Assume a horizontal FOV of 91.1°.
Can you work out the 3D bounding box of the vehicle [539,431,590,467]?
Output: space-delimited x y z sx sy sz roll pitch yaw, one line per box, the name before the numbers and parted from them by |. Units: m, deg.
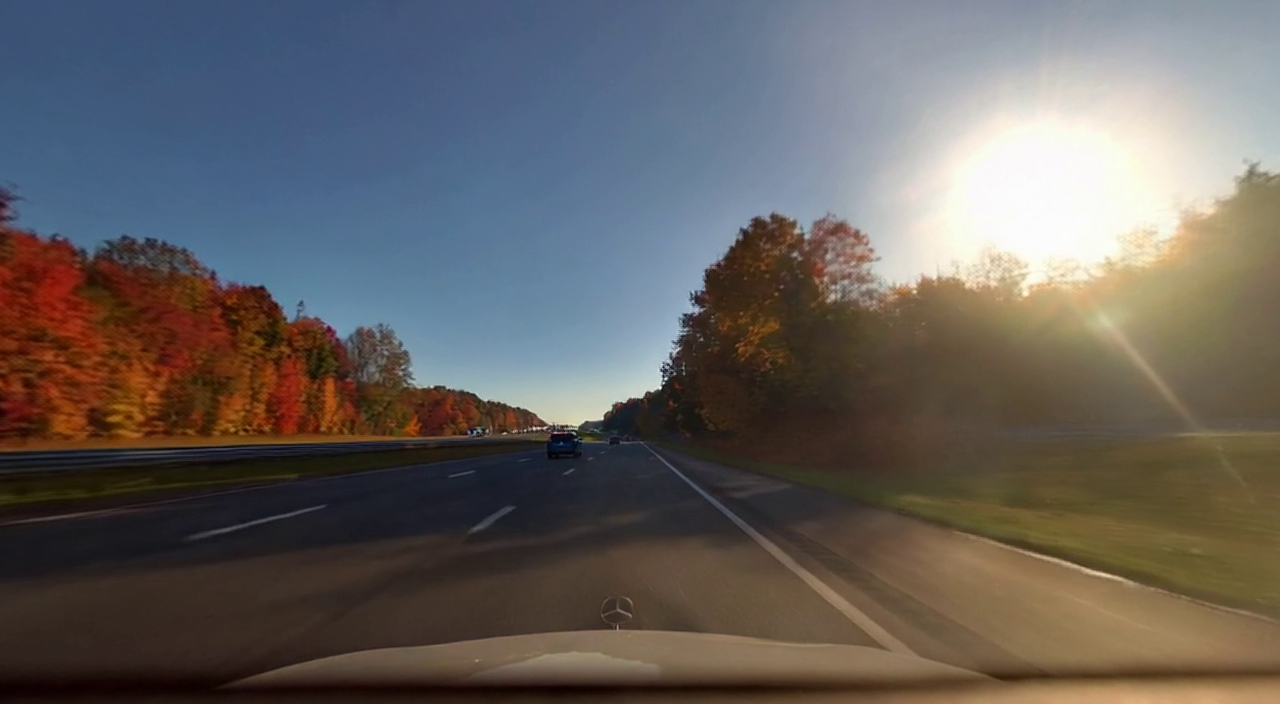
vehicle | -3.692 4.803 31.430 2.057 1.666 4.552 0 -8 -1
